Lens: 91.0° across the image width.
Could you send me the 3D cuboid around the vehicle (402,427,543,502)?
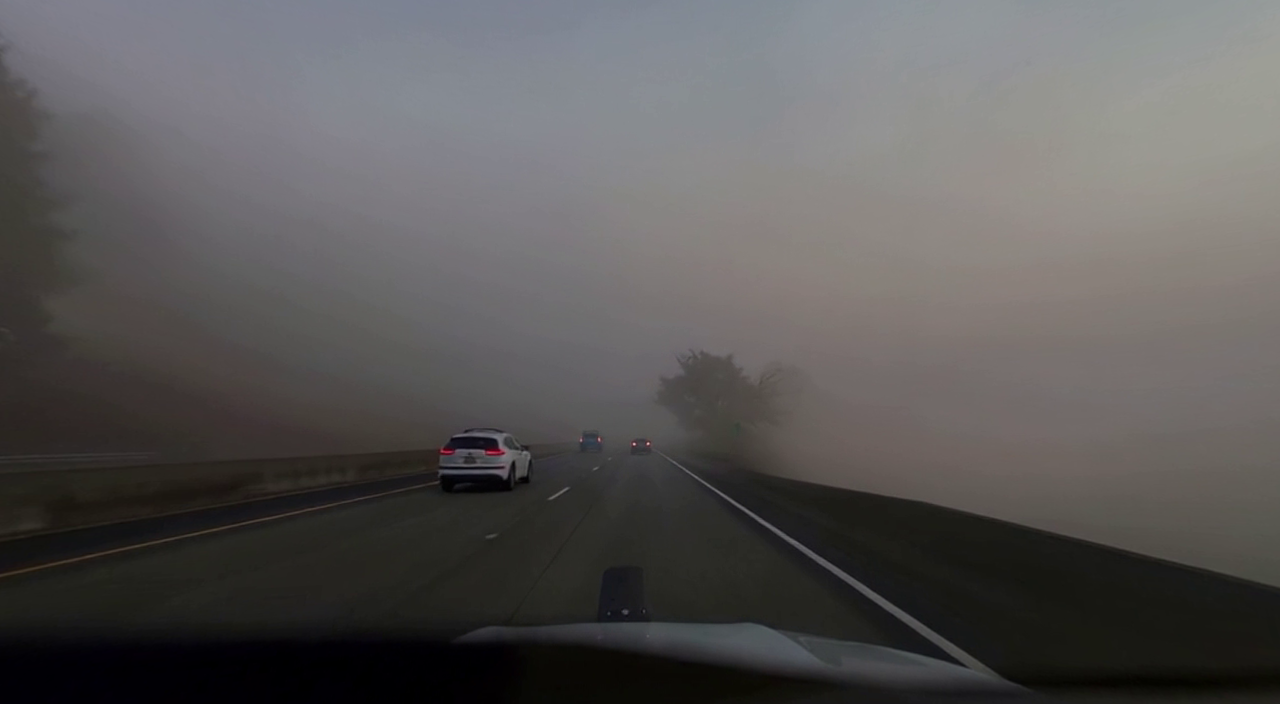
[{"bbox_3d":[-3.907,2.717,15.663,2.190,1.571,4.643,0,-8,1],"label":"vehicle"}]
